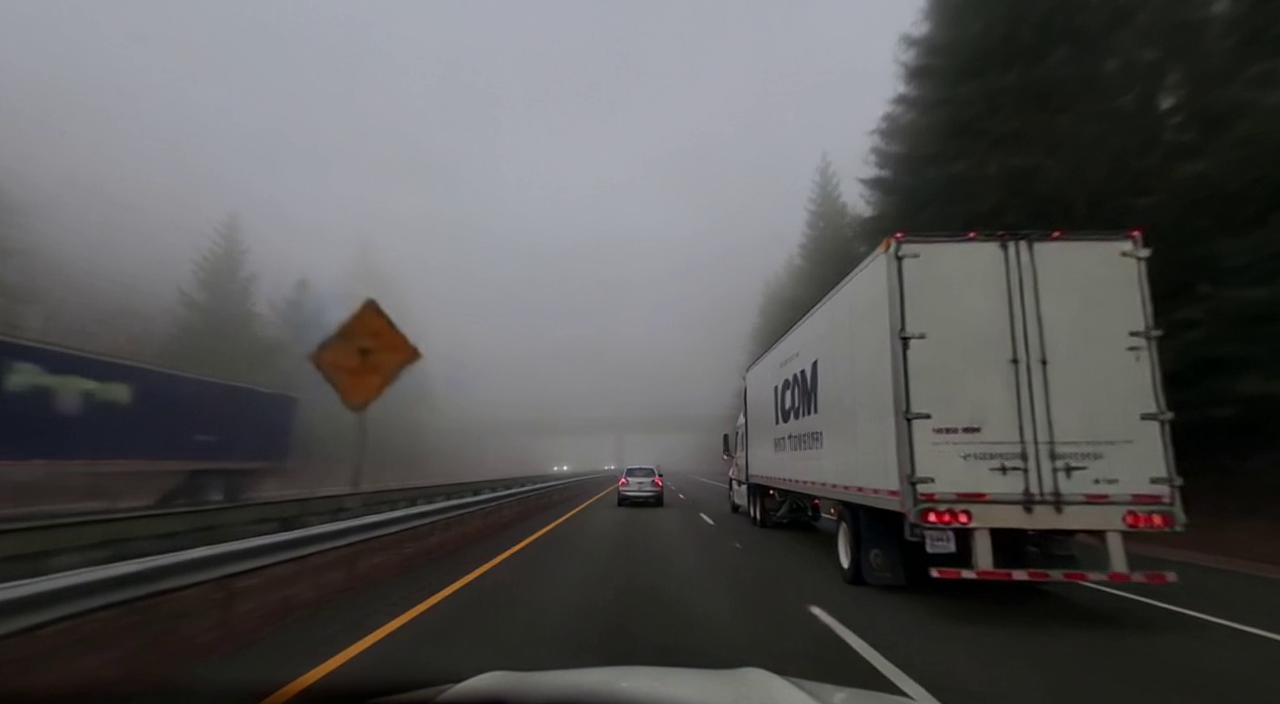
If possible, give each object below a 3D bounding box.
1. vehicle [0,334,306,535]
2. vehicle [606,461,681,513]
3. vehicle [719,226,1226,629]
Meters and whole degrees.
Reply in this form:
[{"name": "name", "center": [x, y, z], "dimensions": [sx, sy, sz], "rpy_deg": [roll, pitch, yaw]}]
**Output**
[{"name": "vehicle", "center": [-13.373, 1.829, 13.366], "dimensions": [2.871, 3.707, 16.908], "rpy_deg": [0, -11, 2]}, {"name": "vehicle", "center": [0.116, 4.245, 20.018], "dimensions": [2.156, 1.444, 3.762], "rpy_deg": [1, -10, 0]}, {"name": "vehicle", "center": [4.375, 2.182, 14.763], "dimensions": [2.964, 4.188, 16.587], "rpy_deg": [1, -10, 0]}]
